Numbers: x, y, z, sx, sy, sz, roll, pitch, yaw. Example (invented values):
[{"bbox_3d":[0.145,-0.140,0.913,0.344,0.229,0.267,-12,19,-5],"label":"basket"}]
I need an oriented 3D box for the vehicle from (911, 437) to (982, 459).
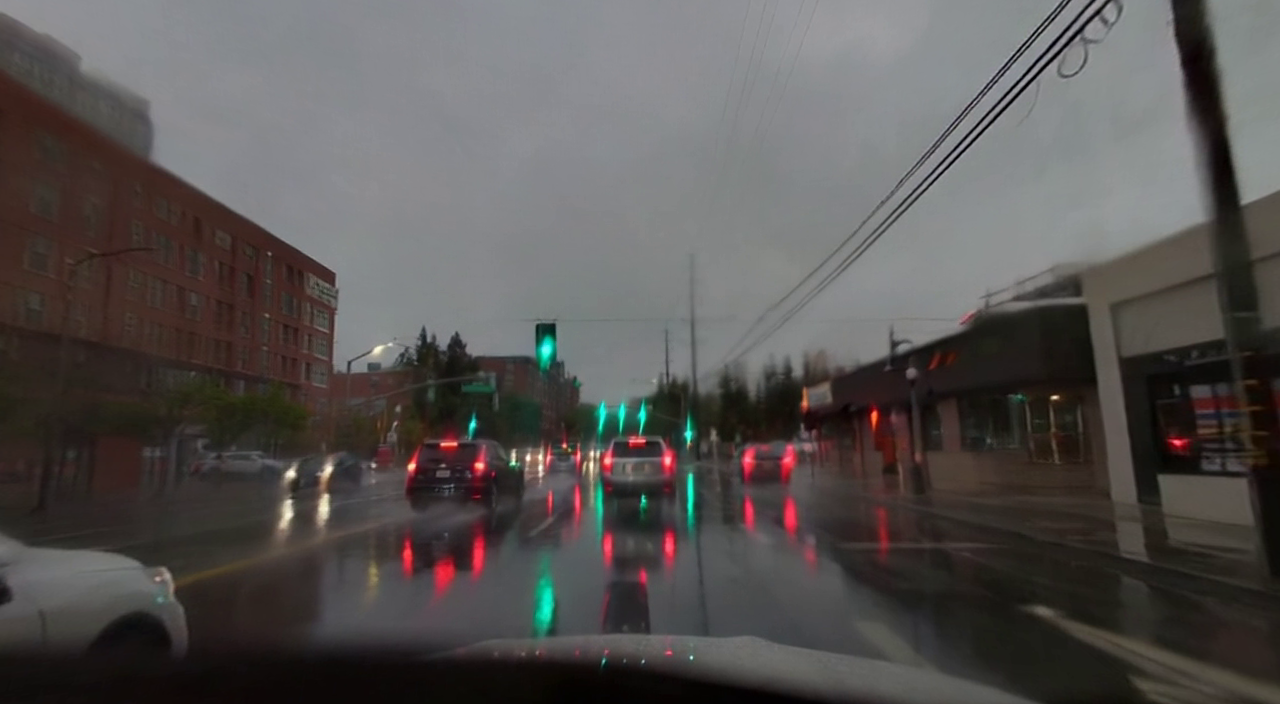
[{"bbox_3d":[23.106,7.256,47.674,4.361,1.478,1.909,-4,-9,10],"label":"vehicle"}]

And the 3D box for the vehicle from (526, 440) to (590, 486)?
[{"bbox_3d":[-3.197,4.385,25.226,1.894,1.642,3.861,0,-8,2],"label":"vehicle"}]

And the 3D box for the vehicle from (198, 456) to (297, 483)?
[{"bbox_3d":[-29.566,8.845,47.689,2.021,1.802,5.987,-5,-10,31],"label":"vehicle"}]

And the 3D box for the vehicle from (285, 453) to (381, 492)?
[{"bbox_3d":[-14.524,5.681,30.173,2.115,1.654,4.727,0,-8,2],"label":"vehicle"}]

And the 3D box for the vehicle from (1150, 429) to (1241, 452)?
[{"bbox_3d":[38.588,6.178,43.887,4.169,1.475,2.059,-3,-9,17],"label":"vehicle"}]

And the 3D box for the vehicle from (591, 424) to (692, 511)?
[{"bbox_3d":[0.060,2.685,15.077,2.075,1.770,4.018,0,-8,1],"label":"vehicle"}]

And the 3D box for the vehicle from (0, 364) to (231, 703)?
[{"bbox_3d":[-3.323,0.706,1.209,1.975,1.624,4.481,0,-8,1],"label":"vehicle"}]

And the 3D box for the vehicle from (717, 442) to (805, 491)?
[{"bbox_3d":[3.946,3.813,21.407,1.986,1.457,4.566,0,-8,-1],"label":"vehicle"}]

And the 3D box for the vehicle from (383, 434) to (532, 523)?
[{"bbox_3d":[-3.728,2.641,13.749,1.886,1.599,4.247,0,-8,1],"label":"vehicle"}]
